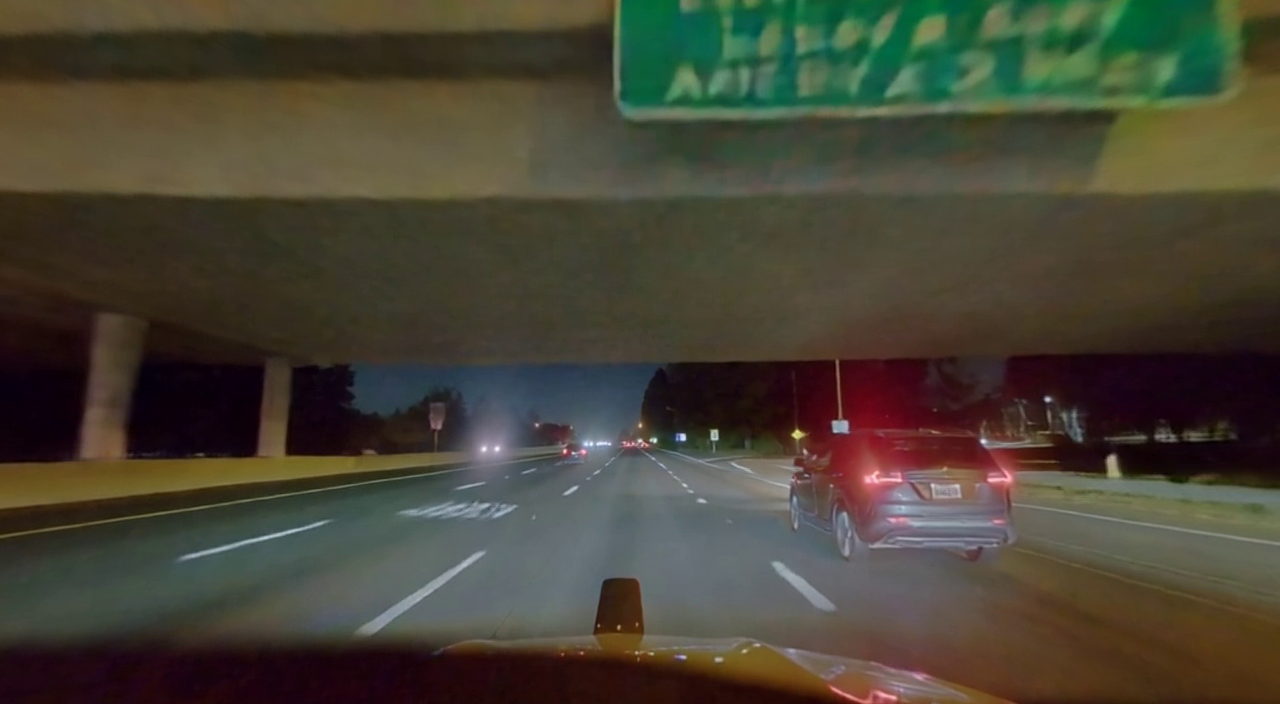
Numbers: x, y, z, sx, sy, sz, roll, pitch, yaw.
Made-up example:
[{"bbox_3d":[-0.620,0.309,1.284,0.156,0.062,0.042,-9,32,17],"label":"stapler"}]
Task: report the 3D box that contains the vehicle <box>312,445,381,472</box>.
[{"bbox_3d":[-17.564,6.371,38.018,1.856,1.517,4.629,0,-8,1],"label":"vehicle"}]
